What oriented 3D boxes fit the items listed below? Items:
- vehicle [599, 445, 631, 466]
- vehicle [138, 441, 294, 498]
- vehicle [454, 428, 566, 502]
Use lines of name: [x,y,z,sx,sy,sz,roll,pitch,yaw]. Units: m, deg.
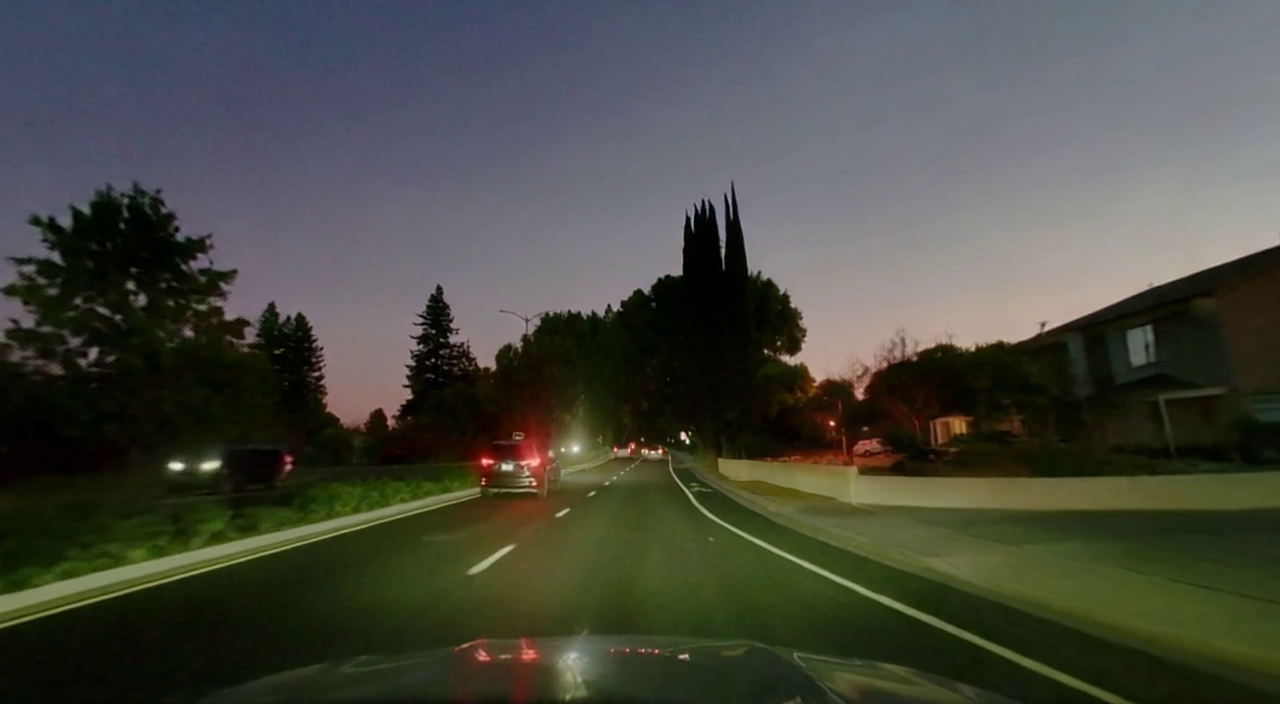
vehicle: [-1.894,8.061,49.196,2.119,1.494,4.624,0,-8,2]
vehicle: [-14.457,3.991,21.905,2.063,1.715,4.650,0,-8,1]
vehicle: [-3.406,3.069,17.481,2.073,1.770,4.302,0,-8,1]
